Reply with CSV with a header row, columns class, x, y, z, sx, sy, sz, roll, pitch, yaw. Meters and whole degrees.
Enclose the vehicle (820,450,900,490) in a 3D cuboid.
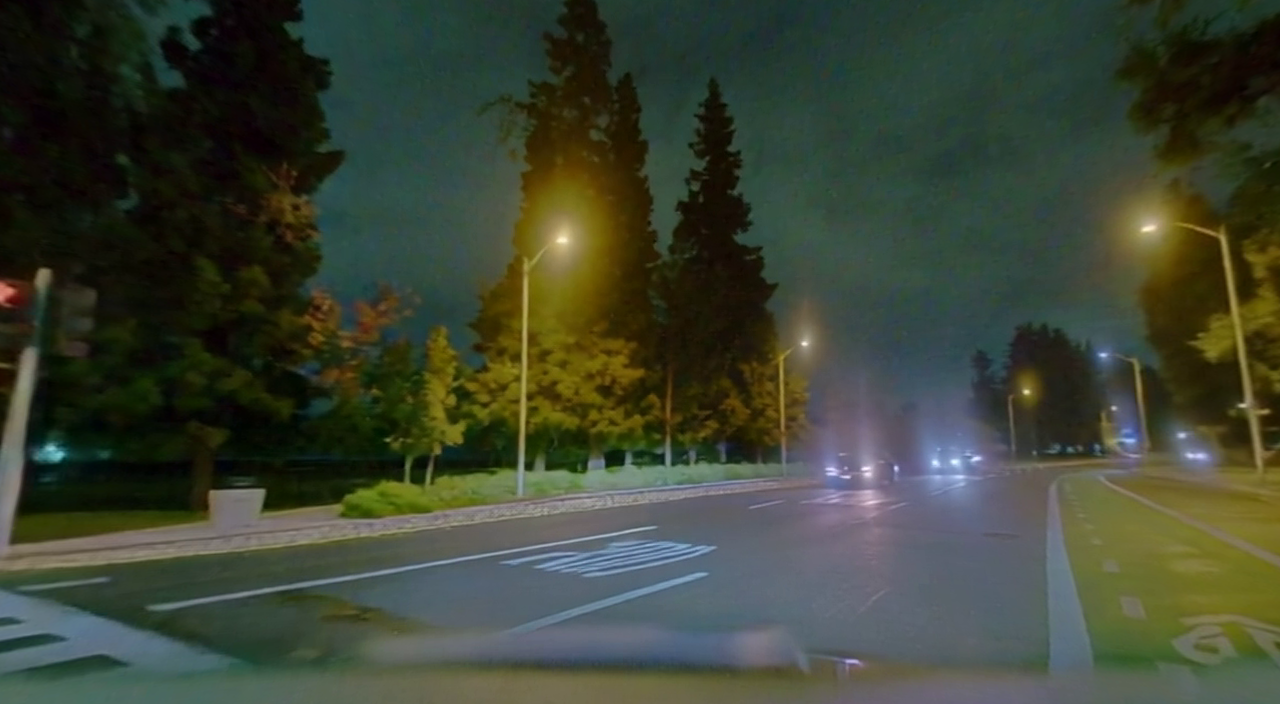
class,x,y,z,sx,sy,sz,roll,pitch,yaw
vehicle,9.183,4.811,26.117,2.071,1.456,4.663,-6,-11,32
